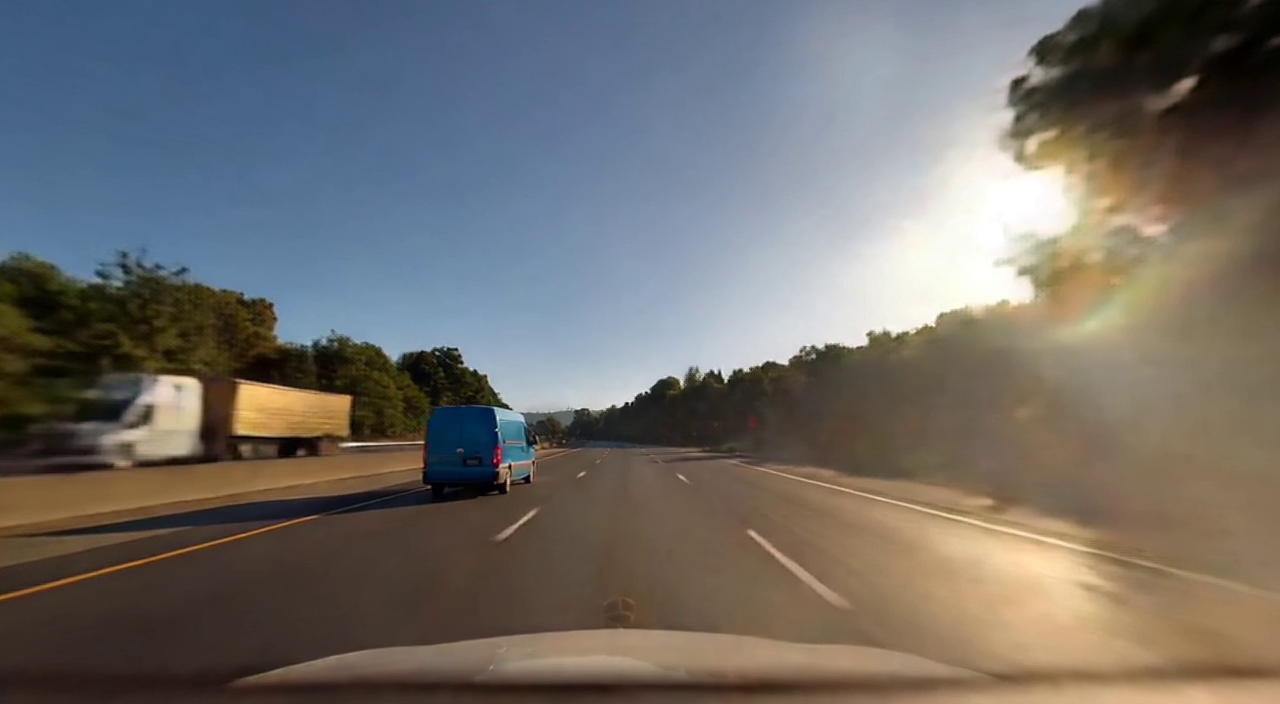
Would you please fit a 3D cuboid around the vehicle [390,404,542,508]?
[{"bbox_3d":[-3.781,2.349,14.744,2.297,2.011,4.736,0,-8,-2],"label":"vehicle"}]

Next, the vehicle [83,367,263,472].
[{"bbox_3d":[-19.955,3.010,27.532,3.062,4.064,6.154,0,-7,-1],"label":"vehicle"}]
